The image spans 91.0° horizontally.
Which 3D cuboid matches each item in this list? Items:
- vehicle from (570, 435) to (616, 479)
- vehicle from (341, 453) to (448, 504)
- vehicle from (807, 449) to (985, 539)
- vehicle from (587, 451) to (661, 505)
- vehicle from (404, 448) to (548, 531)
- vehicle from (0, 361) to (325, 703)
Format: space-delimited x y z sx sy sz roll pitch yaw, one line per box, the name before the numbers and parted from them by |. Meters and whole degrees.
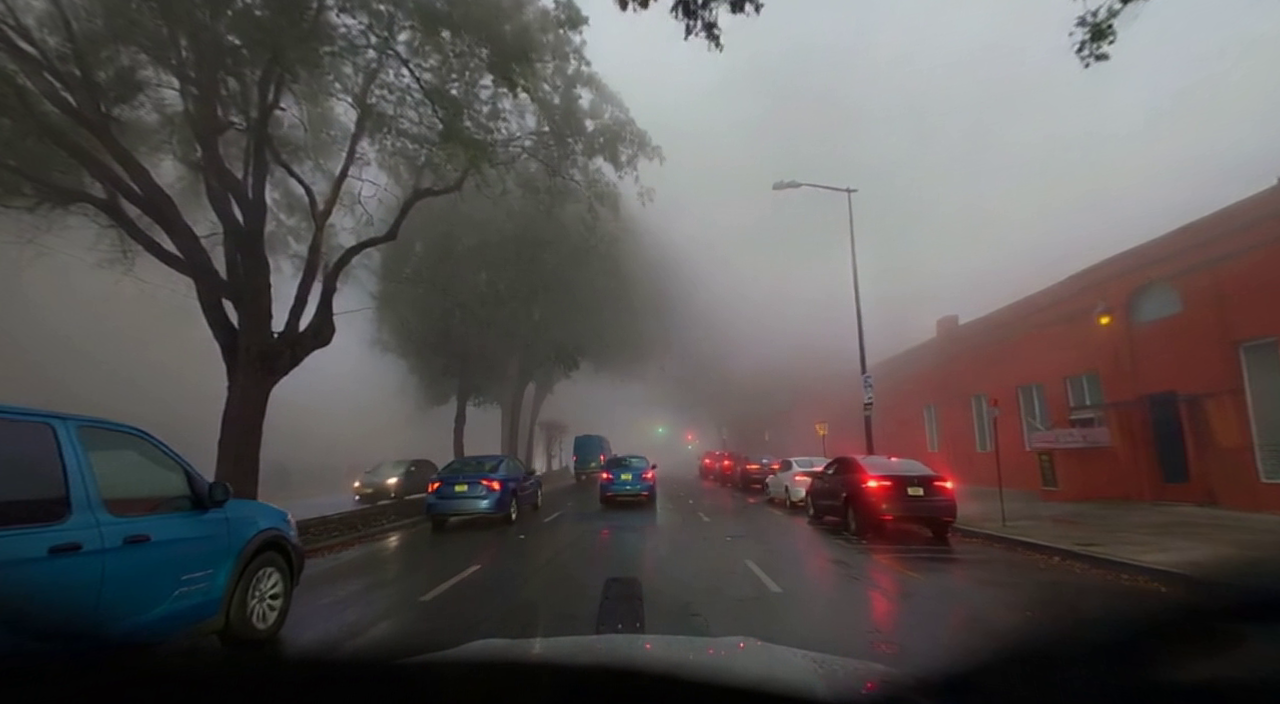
vehicle | -3.289 7.585 45.903 2.609 2.932 6.810 0 -9 1
vehicle | -9.330 4.815 24.485 2.099 1.730 4.829 0 -9 1
vehicle | 4.889 2.732 12.762 1.832 1.491 4.054 1 -9 -1
vehicle | -0.426 3.999 20.441 2.152 1.518 4.113 0 -9 1
vehicle | -3.494 2.997 14.420 1.995 1.554 4.426 0 -9 2
vehicle | -3.736 0.962 2.844 2.140 1.768 4.685 0 -9 0
